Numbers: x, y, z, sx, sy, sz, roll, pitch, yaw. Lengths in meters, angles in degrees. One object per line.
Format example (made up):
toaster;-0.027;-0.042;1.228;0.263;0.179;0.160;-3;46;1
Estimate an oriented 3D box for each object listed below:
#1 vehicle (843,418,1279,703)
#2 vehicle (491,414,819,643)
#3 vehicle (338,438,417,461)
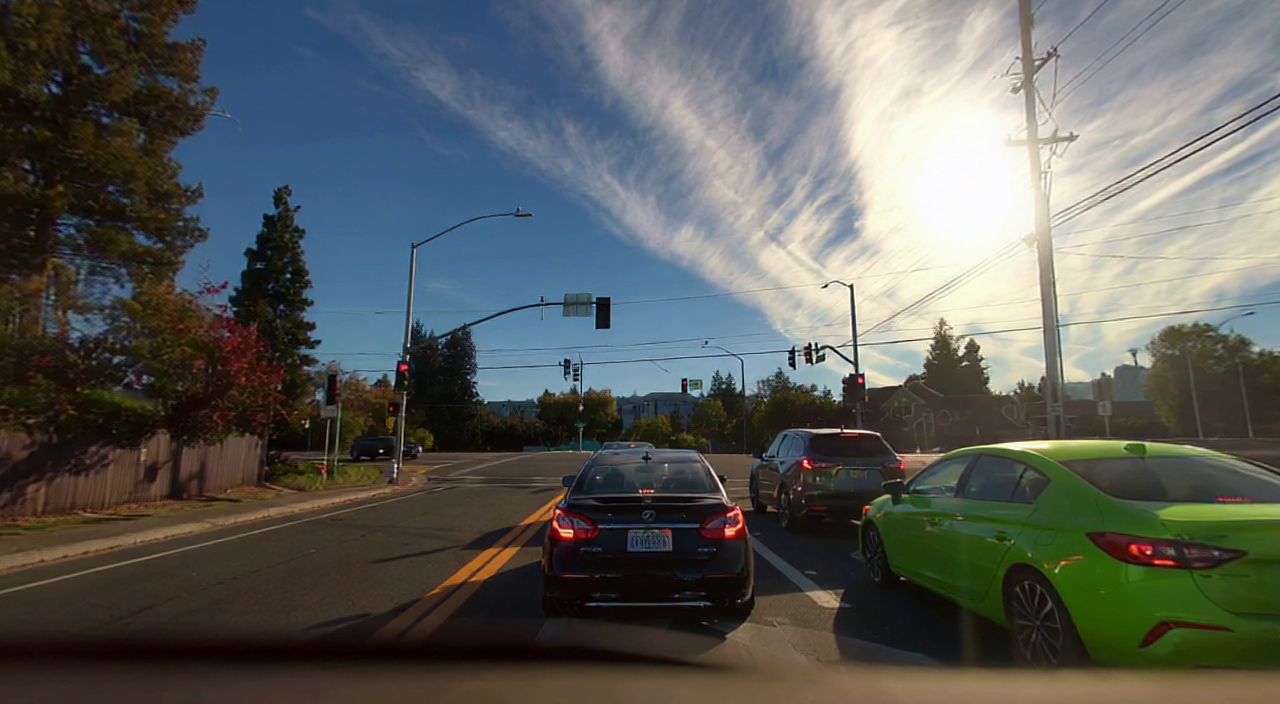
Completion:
vehicle;3.081;1.243;4.137;2.027;1.432;4.431;0;-8;0
vehicle;0.066;1.495;6.440;2.170;1.497;4.369;0;-8;-1
vehicle;-17.236;6.413;41.467;4.406;1.458;1.892;-1;-8;7
